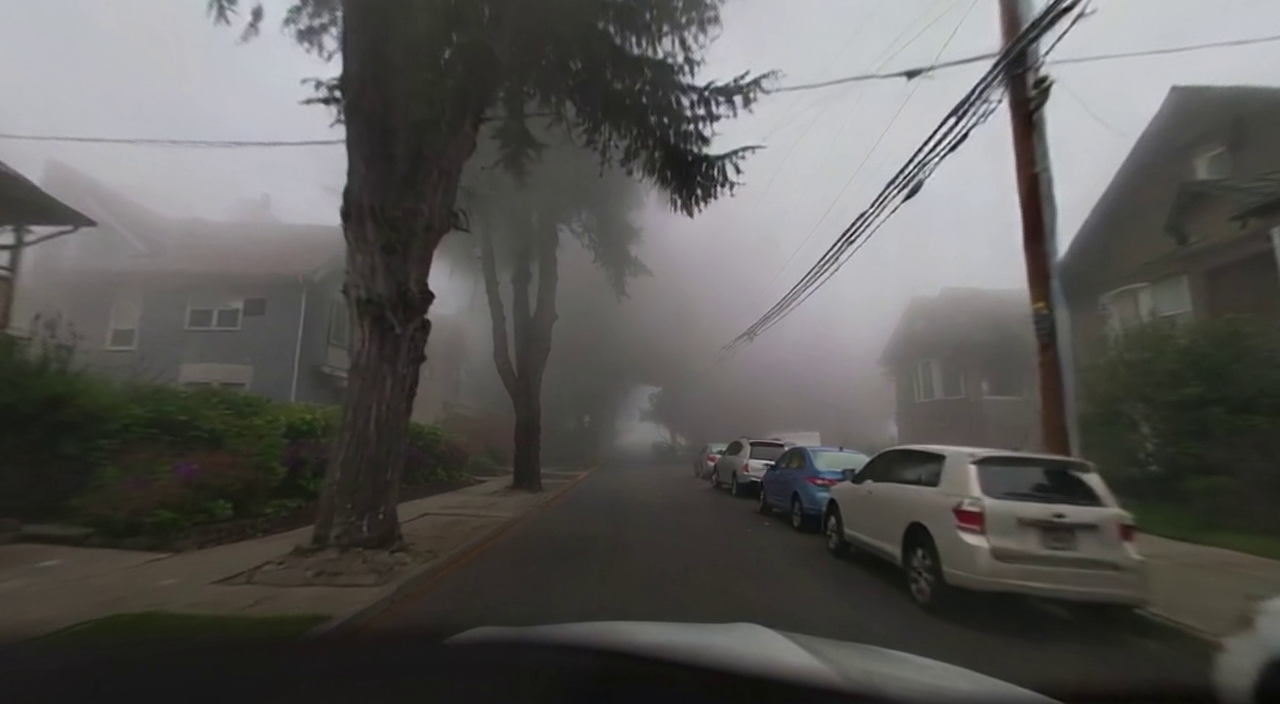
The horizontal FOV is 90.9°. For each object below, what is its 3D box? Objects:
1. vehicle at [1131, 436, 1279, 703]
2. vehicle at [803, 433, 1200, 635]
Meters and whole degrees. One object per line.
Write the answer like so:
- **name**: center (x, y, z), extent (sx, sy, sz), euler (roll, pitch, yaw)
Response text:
- **vehicle**: center (3.283, 0.867, 0.995), extent (1.759, 1.464, 3.993), euler (0, -8, 0)
- **vehicle**: center (3.206, 1.619, 6.591), extent (2.036, 1.510, 3.505), euler (0, -8, 0)
